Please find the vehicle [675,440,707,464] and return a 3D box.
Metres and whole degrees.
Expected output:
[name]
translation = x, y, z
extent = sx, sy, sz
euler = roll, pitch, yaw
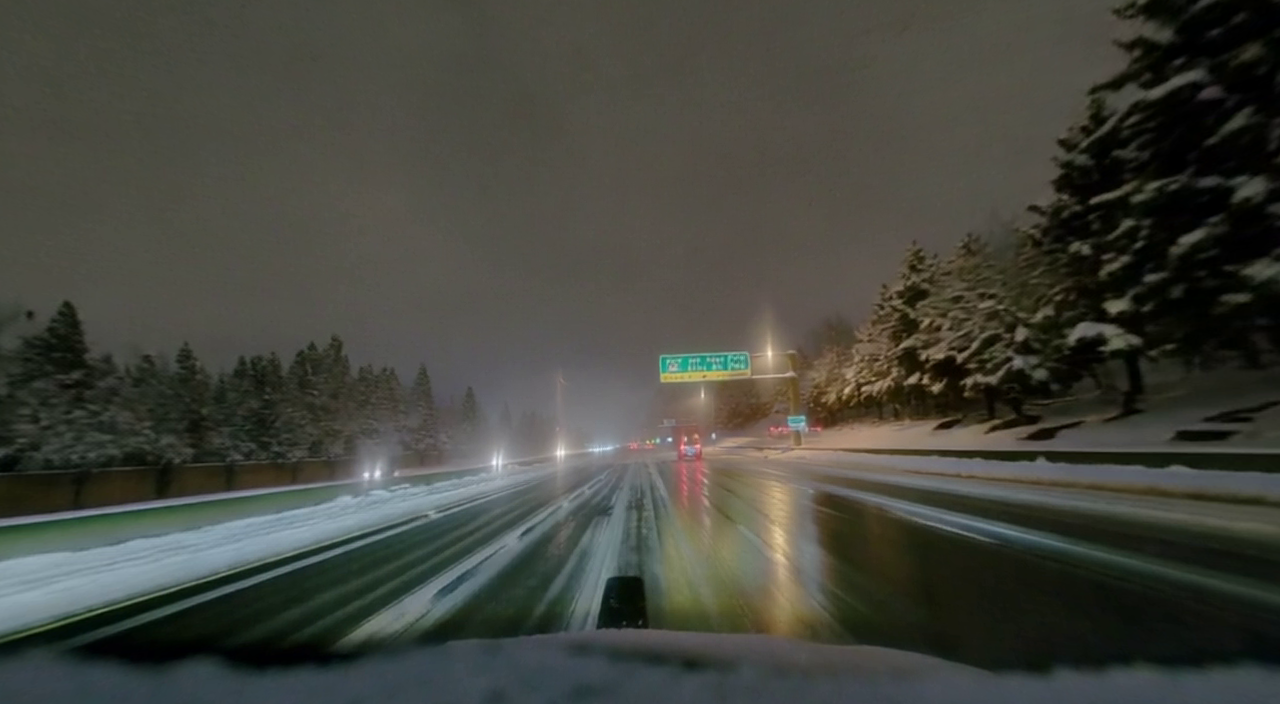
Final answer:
[vehicle]
translation = 3.867, 7.658, 48.548
extent = 2.099, 1.748, 4.331
euler = 0, -8, -1
